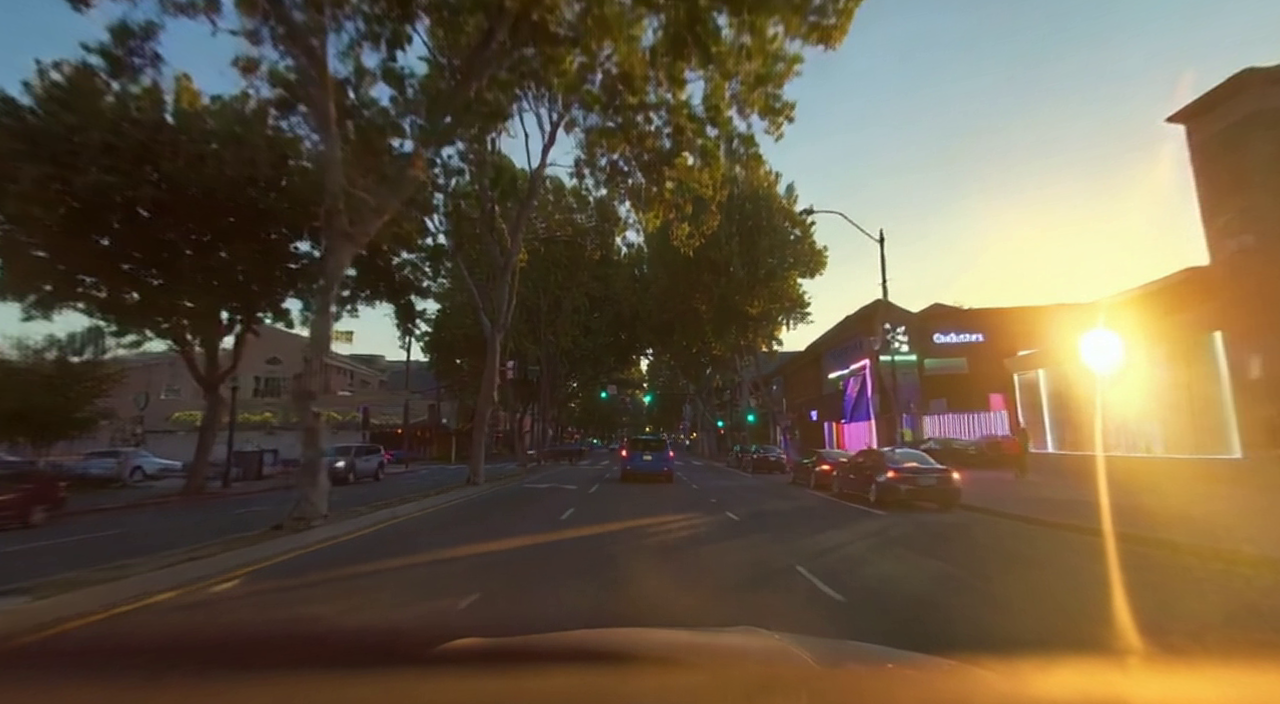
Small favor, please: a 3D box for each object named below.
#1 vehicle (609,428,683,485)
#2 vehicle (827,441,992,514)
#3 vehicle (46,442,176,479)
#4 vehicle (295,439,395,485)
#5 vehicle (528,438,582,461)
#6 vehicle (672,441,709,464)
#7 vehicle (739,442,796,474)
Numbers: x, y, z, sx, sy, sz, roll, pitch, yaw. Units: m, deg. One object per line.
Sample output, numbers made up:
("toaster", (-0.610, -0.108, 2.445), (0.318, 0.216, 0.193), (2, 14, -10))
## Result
("vehicle", (0.161, 3.703, 22.610), (2.382, 1.796, 4.610), (0, -8, -1))
("vehicle", (6.334, 2.974, 15.579), (2.048, 1.484, 4.709), (0, -8, 1))
("vehicle", (-28.031, 5.754, 33.600), (4.767, 1.843, 2.339), (0, -9, 1))
("vehicle", (-13.728, 5.124, 29.852), (2.197, 1.985, 5.183), (0, -8, 0))
("vehicle", (-6.758, 7.703, 49.914), (2.125, 1.757, 4.427), (7, -11, -39))
("vehicle", (3.454, 6.931, 43.744), (2.209, 1.478, 4.138), (0, -8, 0))
("vehicle", (6.460, 5.397, 32.459), (1.986, 1.515, 4.265), (0, -8, -1))
